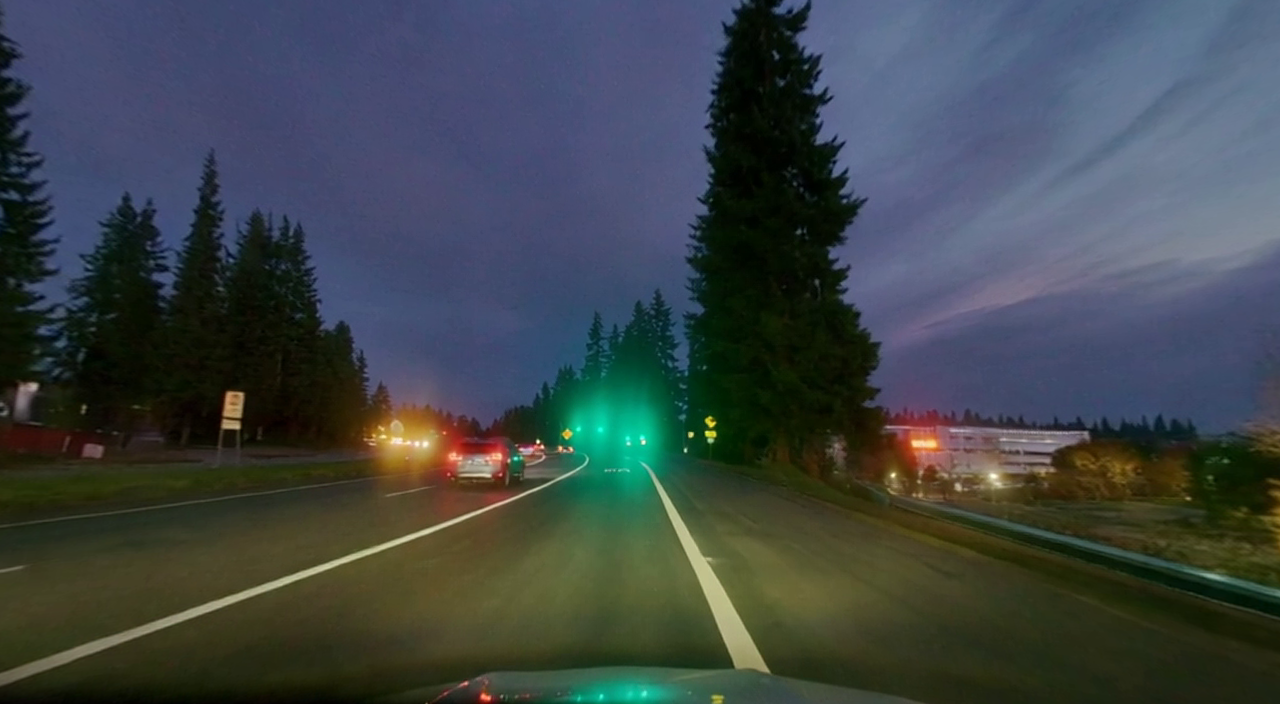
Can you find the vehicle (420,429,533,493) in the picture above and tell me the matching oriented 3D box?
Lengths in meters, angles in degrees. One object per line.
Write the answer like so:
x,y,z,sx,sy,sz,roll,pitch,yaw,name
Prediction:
-4.910,3.345,19.764,2.210,1.737,4.649,0,-8,1,vehicle
